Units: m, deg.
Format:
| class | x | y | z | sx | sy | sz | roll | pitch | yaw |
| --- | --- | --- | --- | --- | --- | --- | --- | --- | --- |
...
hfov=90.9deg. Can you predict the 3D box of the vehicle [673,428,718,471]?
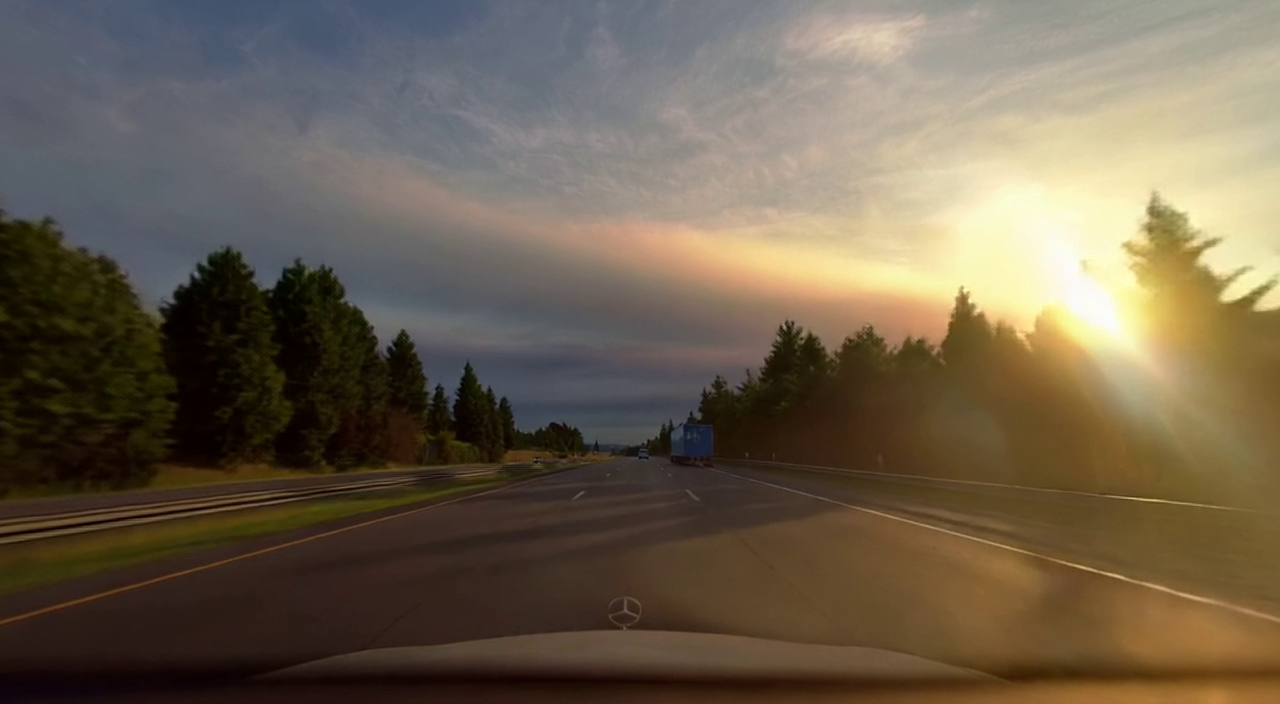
| class | x | y | z | sx | sy | sz | roll | pitch | yaw |
| --- | --- | --- | --- | --- | --- | --- | --- | --- | --- |
| vehicle | 3.806 | 6.949 | 44.760 | 2.572 | 2.795 | 5.978 | 0 | -9 | -1 |
